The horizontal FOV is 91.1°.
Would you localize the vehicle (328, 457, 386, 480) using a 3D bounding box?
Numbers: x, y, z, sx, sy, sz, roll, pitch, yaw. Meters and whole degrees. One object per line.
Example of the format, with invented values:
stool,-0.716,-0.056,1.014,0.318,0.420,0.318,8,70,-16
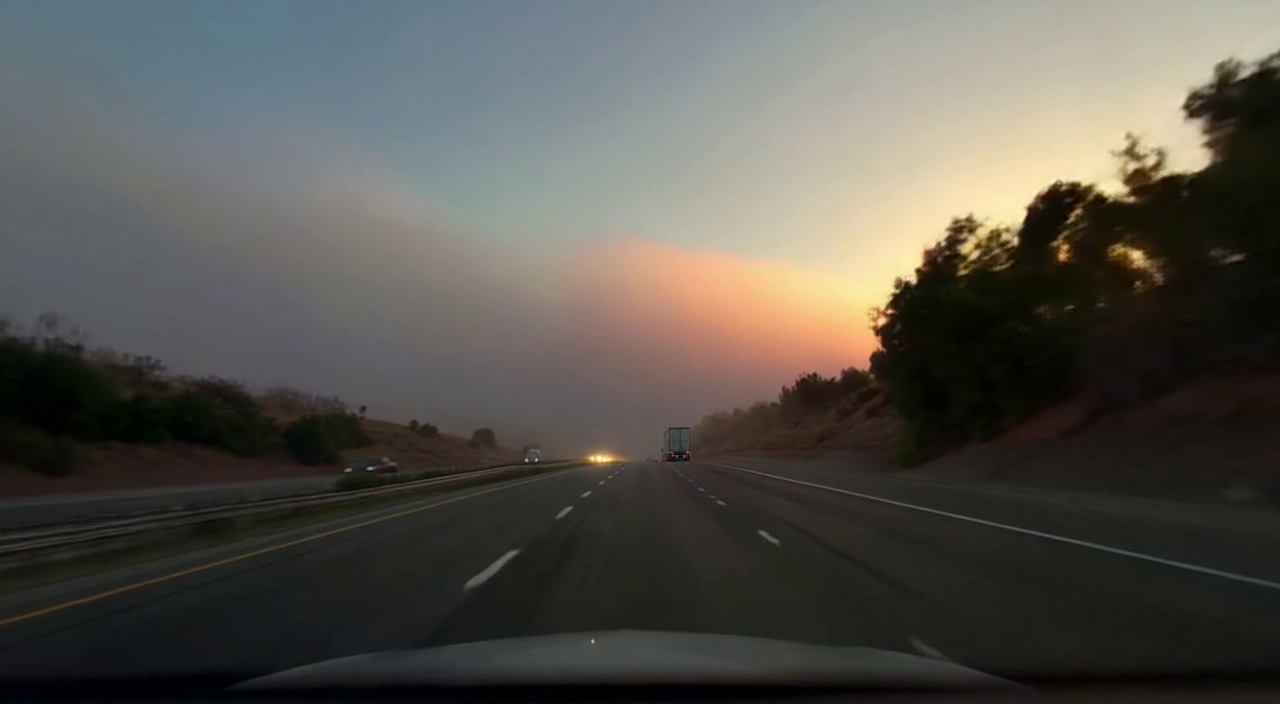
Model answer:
vehicle,-19.570,8.067,43.754,1.840,1.460,4.763,0,-9,0
